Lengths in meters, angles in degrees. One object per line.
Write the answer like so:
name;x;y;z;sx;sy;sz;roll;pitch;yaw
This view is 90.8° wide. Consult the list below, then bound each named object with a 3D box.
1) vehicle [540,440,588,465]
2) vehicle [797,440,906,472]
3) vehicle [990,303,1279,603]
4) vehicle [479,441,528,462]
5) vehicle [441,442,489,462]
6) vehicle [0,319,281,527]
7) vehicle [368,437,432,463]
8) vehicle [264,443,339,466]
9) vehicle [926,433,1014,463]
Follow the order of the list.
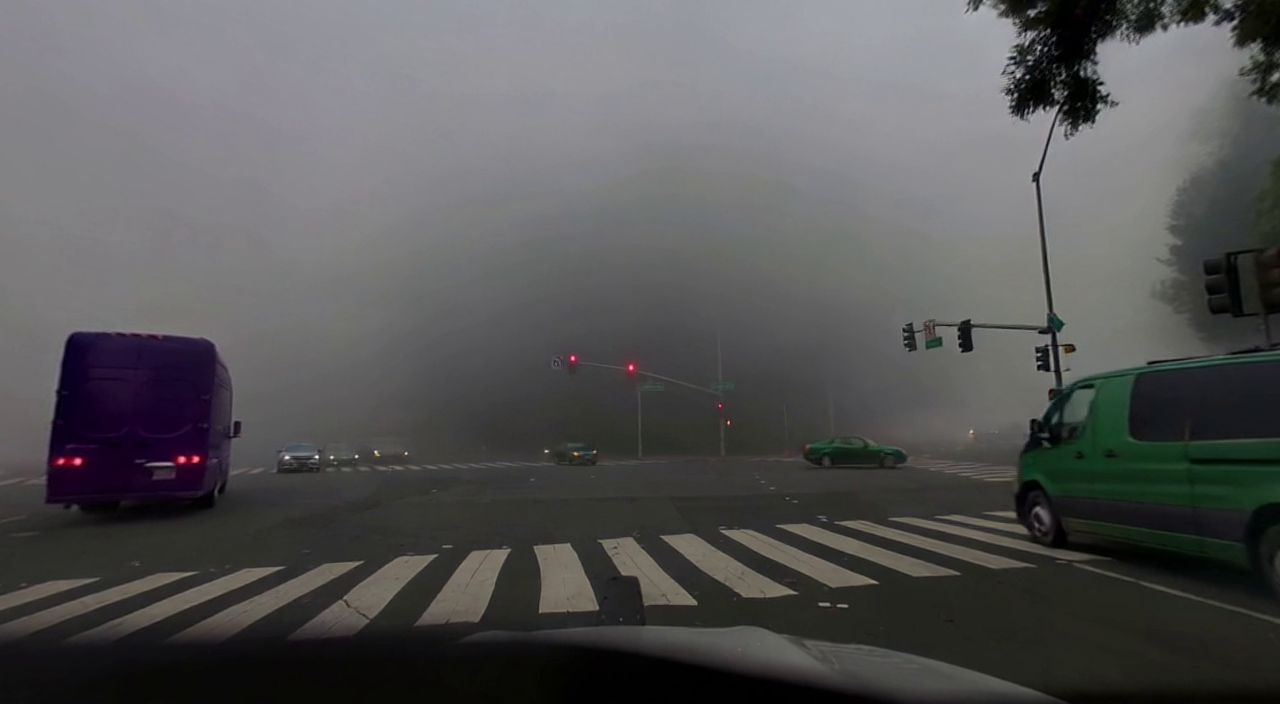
vehicle;-4.935;6.428;40.456;2.086;1.487;4.846;3;-9;-18
vehicle;9.812;4.866;29.604;4.487;1.415;1.911;-1;-9;7
vehicle;6.544;1.065;6.779;2.332;2.511;5.326;0;-9;-2
vehicle;-10.148;7.464;47.384;2.097;1.484;4.596;-1;-9;7
vehicle;-13.191;7.595;47.859;1.845;1.426;4.289;-1;-9;8
vehicle;-9.844;1.589;13.496;3.112;3.230;6.726;5;-9;-25
vehicle;-17.384;7.148;46.005;2.189;1.753;4.785;-1;-9;8
vehicle;-21.831;6.640;40.986;1.859;1.415;4.591;-1;-9;8
vehicle;20.051;5.809;38.294;5.244;1.717;1.897;4;-10;-26
